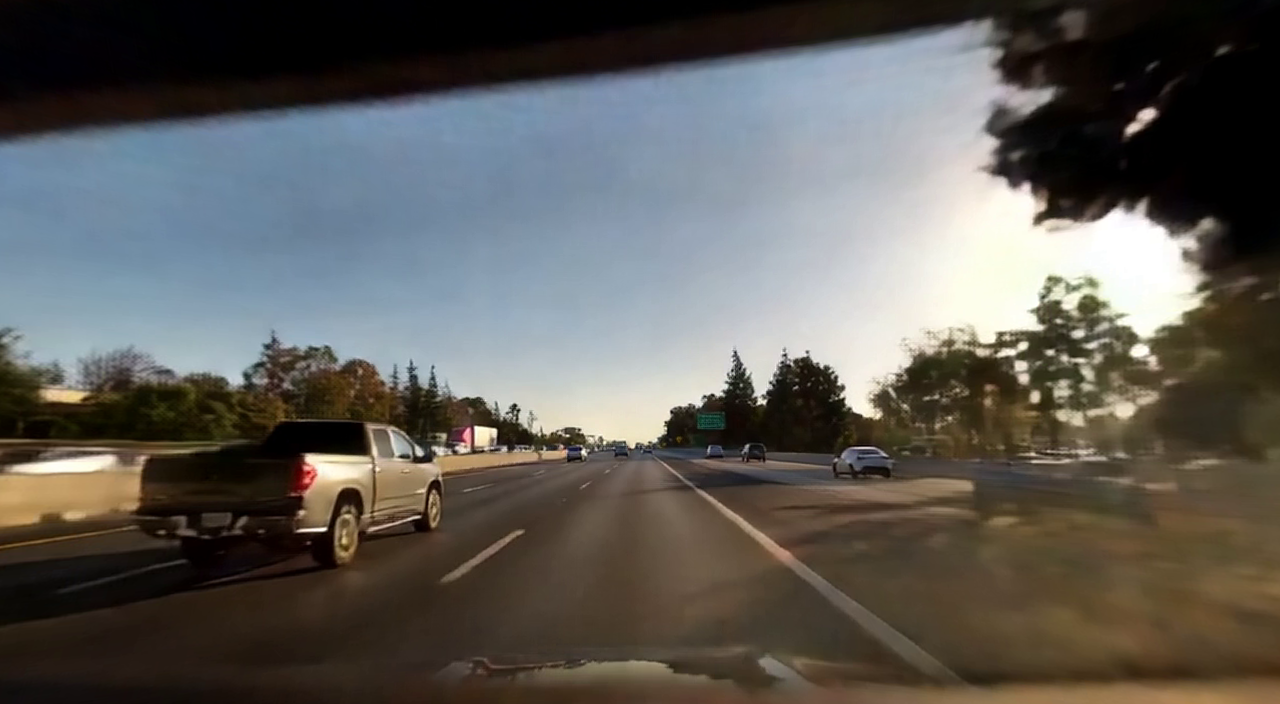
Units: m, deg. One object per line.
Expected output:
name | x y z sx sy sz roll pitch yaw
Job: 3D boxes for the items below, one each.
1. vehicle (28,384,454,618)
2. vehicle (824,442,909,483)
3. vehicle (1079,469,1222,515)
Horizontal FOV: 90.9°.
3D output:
vehicle | -4.007 1.584 7.674 1.994 1.911 4.819 0 -9 0
vehicle | 9.697 4.747 27.389 1.971 1.638 4.295 0 -9 -1
vehicle | 29.365 8.110 36.527 5.938 2.070 2.138 -5 -5 11
